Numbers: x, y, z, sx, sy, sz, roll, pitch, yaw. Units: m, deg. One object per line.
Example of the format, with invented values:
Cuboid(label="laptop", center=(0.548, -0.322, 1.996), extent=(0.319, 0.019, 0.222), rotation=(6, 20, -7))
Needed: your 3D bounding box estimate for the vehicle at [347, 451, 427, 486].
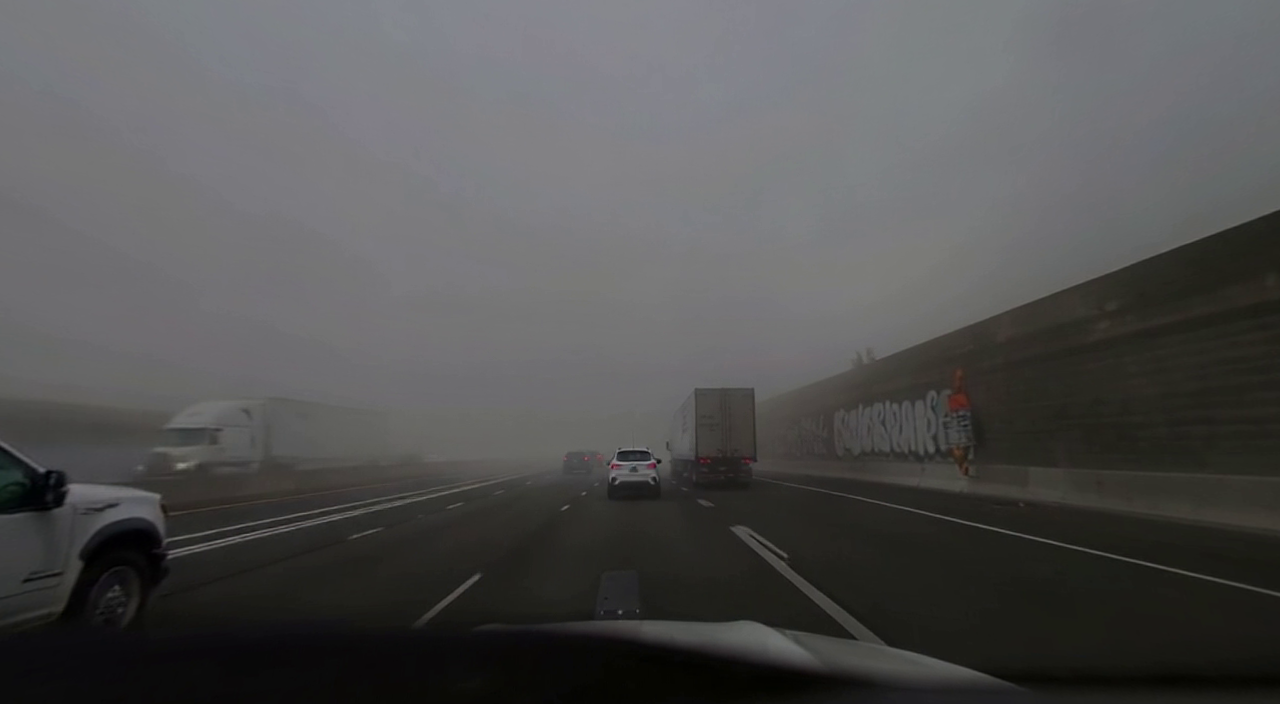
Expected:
Cuboid(label="vehicle", center=(-12.024, 5.564, 30.270), extent=(1.985, 1.486, 4.568), rotation=(0, -9, 0))

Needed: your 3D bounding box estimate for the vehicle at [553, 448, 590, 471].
Cuboid(label="vehicle", center=(-4.692, 7.425, 43.517), extent=(2.067, 1.481, 4.085), rotation=(-1, -9, 1))

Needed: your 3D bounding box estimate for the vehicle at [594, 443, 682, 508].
Cuboid(label="vehicle", center=(-0.099, 3.186, 16.643), extent=(2.033, 1.468, 4.015), rotation=(0, -9, -2))

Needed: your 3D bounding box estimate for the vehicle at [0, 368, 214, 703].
Cuboid(label="vehicle", center=(-4.312, 0.855, 2.478), extent=(1.988, 1.750, 4.711), rotation=(0, -9, -1))

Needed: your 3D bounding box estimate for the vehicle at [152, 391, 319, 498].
Cuboid(label="vehicle", center=(-16.523, 3.861, 26.326), extent=(3.007, 3.926, 5.826), rotation=(0, -9, -1))

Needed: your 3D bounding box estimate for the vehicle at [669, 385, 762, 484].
Cuboid(label="vehicle", center=(3.425, 4.474, 33.169), extent=(2.902, 4.014, 14.446), rotation=(0, -9, -1))
